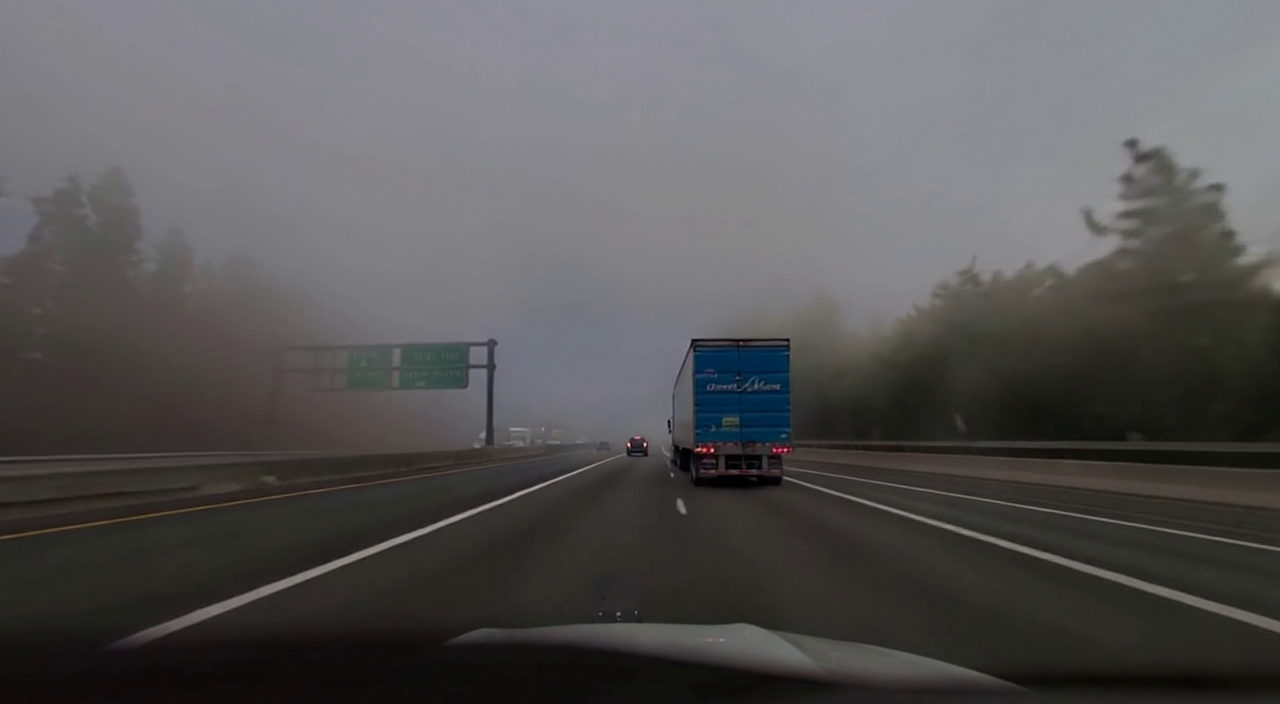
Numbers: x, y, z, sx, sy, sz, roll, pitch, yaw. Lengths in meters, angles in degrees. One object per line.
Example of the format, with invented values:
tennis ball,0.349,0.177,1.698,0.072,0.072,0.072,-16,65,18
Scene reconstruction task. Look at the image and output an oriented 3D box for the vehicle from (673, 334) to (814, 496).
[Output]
vehicle,2.724,2.139,20.082,2.920,3.860,10.035,0,-8,1
